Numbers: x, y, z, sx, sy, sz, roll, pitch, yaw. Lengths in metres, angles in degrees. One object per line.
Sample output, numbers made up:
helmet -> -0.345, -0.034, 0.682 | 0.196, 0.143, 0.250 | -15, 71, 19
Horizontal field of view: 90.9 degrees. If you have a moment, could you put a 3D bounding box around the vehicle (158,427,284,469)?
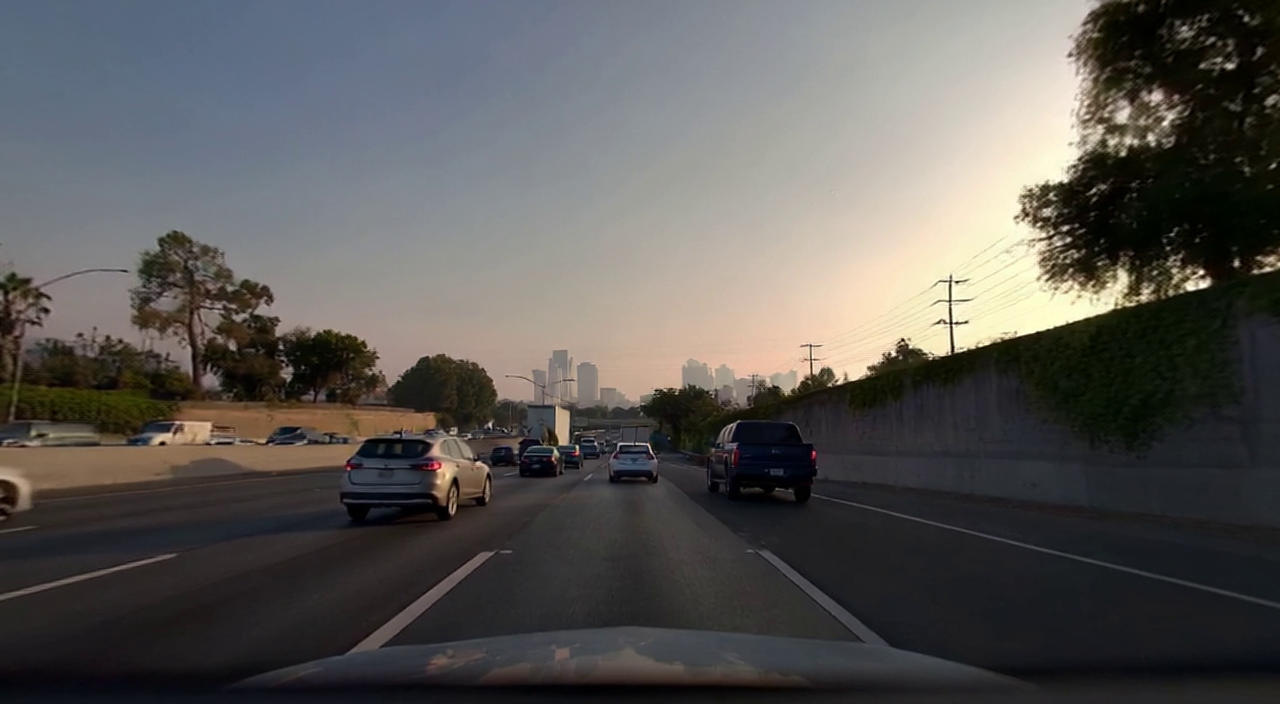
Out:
vehicle -> -16.717, 3.868, 25.504 | 2.076, 1.526, 4.437 | 0, -8, -1

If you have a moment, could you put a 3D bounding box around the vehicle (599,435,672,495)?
vehicle -> -0.118, 3.511, 19.985 | 2.092, 1.671, 3.889 | 0, -8, 0

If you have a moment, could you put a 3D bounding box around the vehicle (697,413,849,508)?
vehicle -> 3.258, 2.869, 17.158 | 2.793, 2.132, 5.682 | 0, -8, -1

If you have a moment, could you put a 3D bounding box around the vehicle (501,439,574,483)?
vehicle -> -3.906, 4.233, 24.880 | 2.049, 1.530, 4.707 | 0, -8, 1

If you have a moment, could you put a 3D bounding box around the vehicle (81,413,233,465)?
vehicle -> -20.481, 3.766, 27.190 | 2.071, 1.972, 5.676 | 0, -8, 0

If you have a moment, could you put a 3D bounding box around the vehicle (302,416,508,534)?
vehicle -> -3.938, 2.141, 11.586 | 2.026, 1.719, 4.490 | 0, -8, 0
